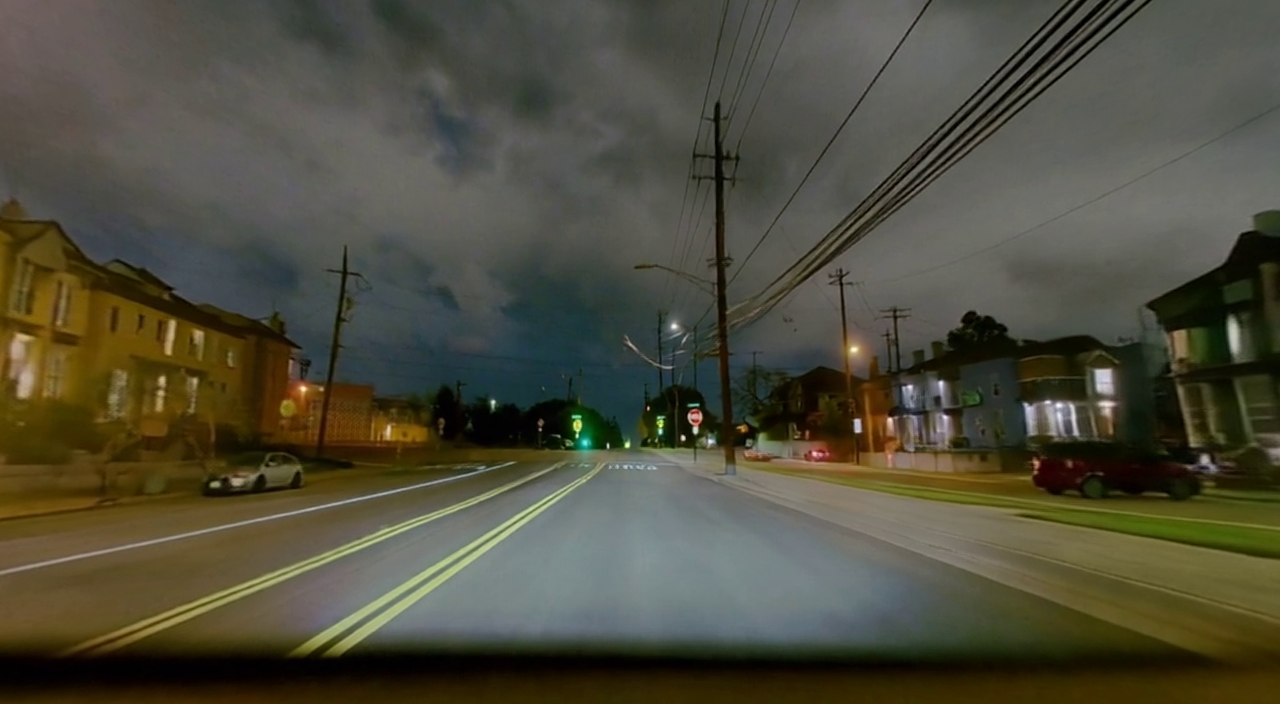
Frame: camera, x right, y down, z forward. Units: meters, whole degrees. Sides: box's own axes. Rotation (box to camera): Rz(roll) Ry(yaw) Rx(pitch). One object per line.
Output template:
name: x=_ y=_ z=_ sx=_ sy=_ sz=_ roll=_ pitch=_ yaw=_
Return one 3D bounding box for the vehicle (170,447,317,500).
vehicle: x=-12.450 y=3.801 z=20.316 sx=1.957 sy=1.459 sz=4.913 roll=1 pitch=-8 yaw=-6

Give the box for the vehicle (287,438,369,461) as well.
vehicle: x=-21.880 y=6.846 z=44.430 sx=4.647 sy=1.515 sz=2.009 roll=1 pitch=-8 yaw=-6

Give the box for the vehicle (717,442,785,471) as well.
vehicle: x=6.089 y=5.776 z=35.235 sx=2.081 sy=1.496 sz=4.490 roll=2 pitch=-9 yaw=-13

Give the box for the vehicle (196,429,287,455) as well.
vehicle: x=-27.501 y=6.238 z=43.717 sx=4.842 sy=1.690 sz=1.938 roll=1 pitch=-8 yaw=-9

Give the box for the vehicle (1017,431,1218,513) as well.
vehicle: x=10.989 y=2.715 z=14.872 sx=1.600 sy=1.488 sz=3.563 roll=2 pitch=-5 yaw=-12

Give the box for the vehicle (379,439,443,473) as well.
vehicle: x=-13.220 y=6.014 z=36.834 sx=1.940 sy=1.789 sz=5.086 roll=0 pitch=-8 yaw=-2
